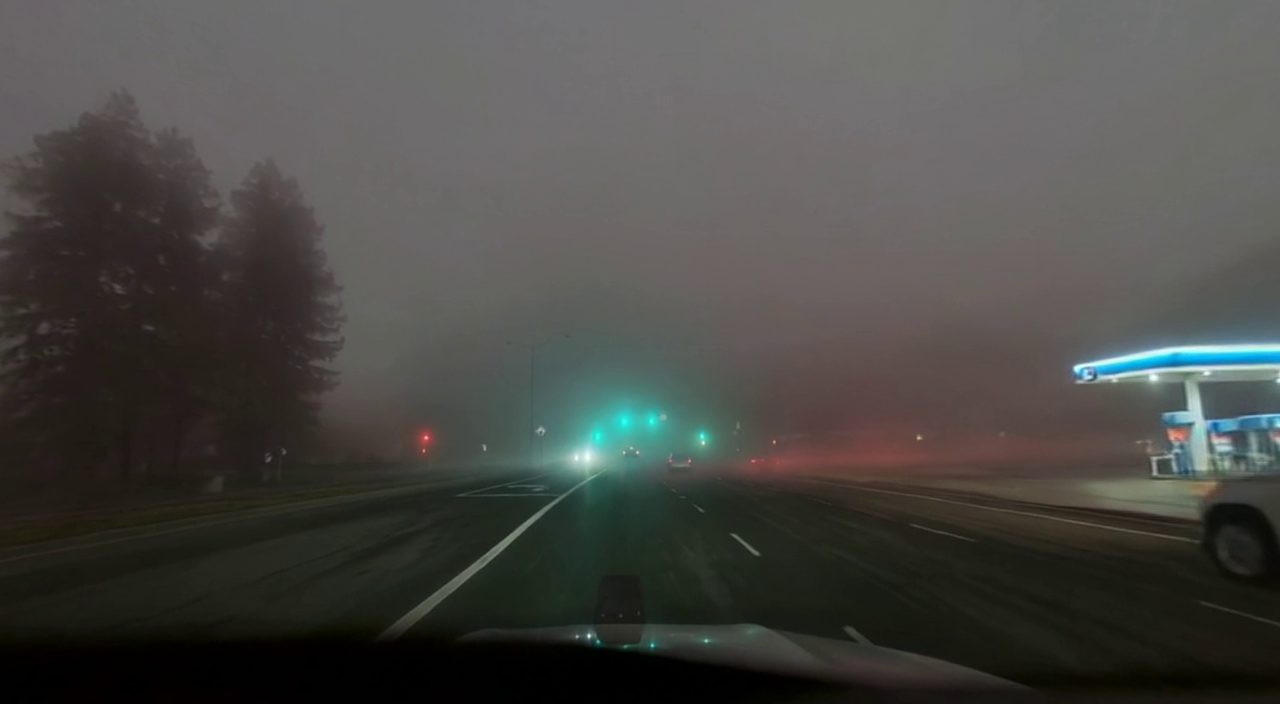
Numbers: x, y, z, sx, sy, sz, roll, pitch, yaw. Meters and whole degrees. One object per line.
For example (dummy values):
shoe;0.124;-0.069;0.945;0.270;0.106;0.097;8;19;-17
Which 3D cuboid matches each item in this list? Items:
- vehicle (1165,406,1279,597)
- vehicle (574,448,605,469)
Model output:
vehicle;6.644;1.184;4.688;1.950;1.668;4.053;0;-9;0
vehicle;-3.804;8.093;48.222;2.049;1.449;4.213;0;-9;0
